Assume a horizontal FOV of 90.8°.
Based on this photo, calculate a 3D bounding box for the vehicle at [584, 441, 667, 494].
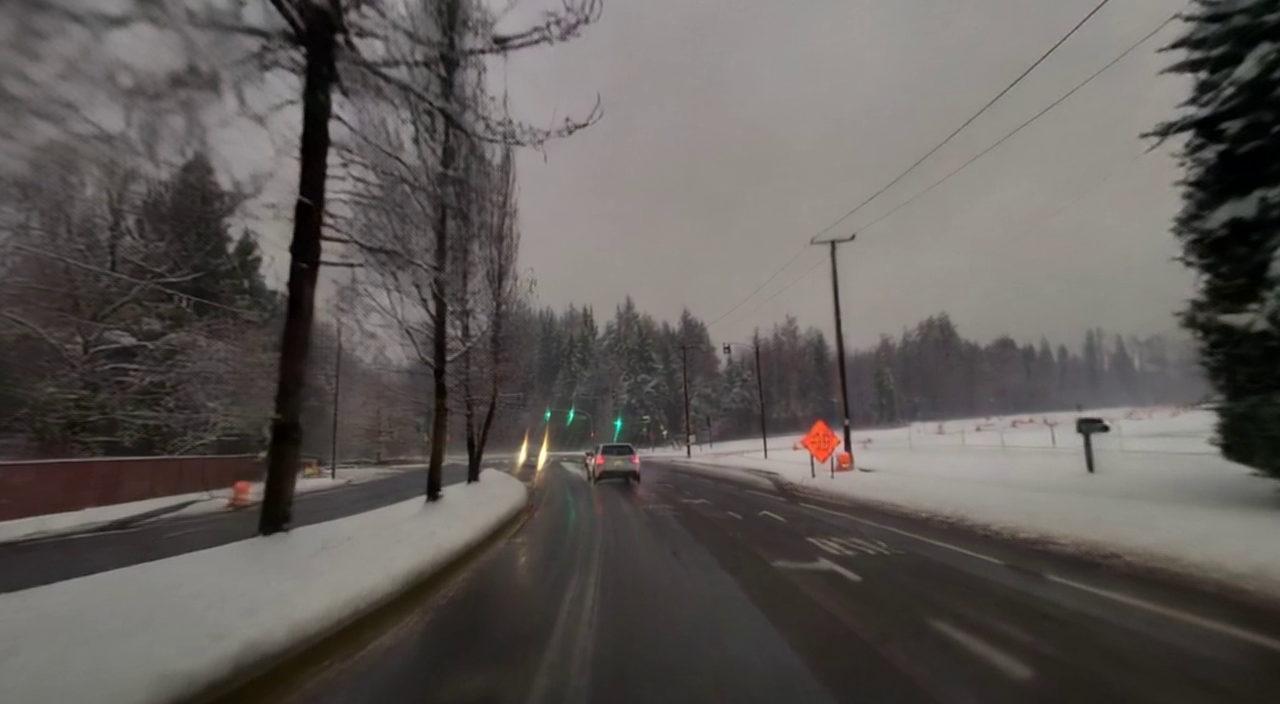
[{"bbox_3d":[-0.596,3.698,20.661,2.266,1.508,4.430,1,-9,-7],"label":"vehicle"}]

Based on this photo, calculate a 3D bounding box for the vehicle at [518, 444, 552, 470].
[{"bbox_3d":[-7.083,7.151,43.113,2.077,1.665,4.206,1,-9,-7],"label":"vehicle"}]
